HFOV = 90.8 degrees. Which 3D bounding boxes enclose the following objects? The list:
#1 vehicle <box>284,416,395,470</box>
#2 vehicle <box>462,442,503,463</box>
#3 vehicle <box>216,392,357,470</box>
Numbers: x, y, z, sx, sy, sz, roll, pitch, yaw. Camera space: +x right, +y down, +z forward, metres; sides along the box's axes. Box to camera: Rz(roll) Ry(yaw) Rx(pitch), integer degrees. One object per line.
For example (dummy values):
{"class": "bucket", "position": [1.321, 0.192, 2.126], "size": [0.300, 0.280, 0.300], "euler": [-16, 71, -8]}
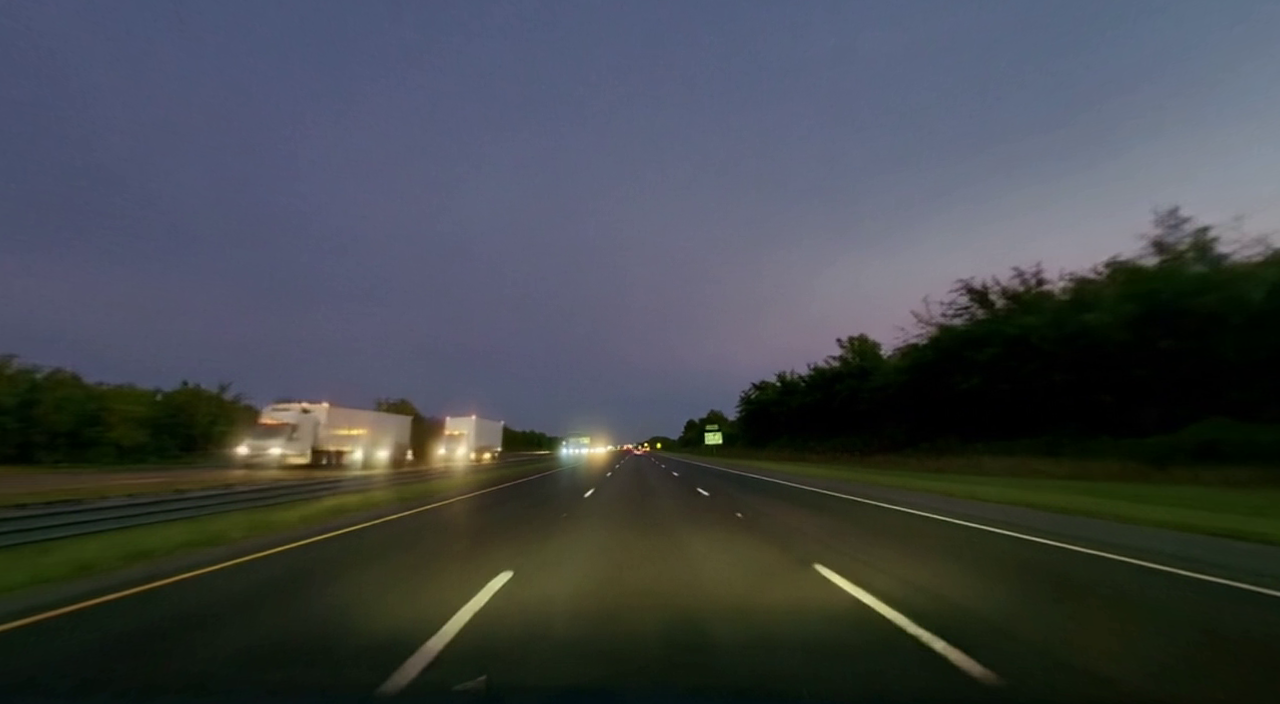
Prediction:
{"class": "vehicle", "position": [-15.278, 4.730, 32.694], "size": [2.524, 2.474, 6.600], "euler": [0, -9, 0]}
{"class": "vehicle", "position": [-11.770, 7.545, 47.320], "size": [1.992, 1.503, 4.414], "euler": [0, -9, -1]}
{"class": "vehicle", "position": [-19.305, 4.497, 35.273], "size": [3.262, 3.832, 7.945], "euler": [0, -9, -1]}
